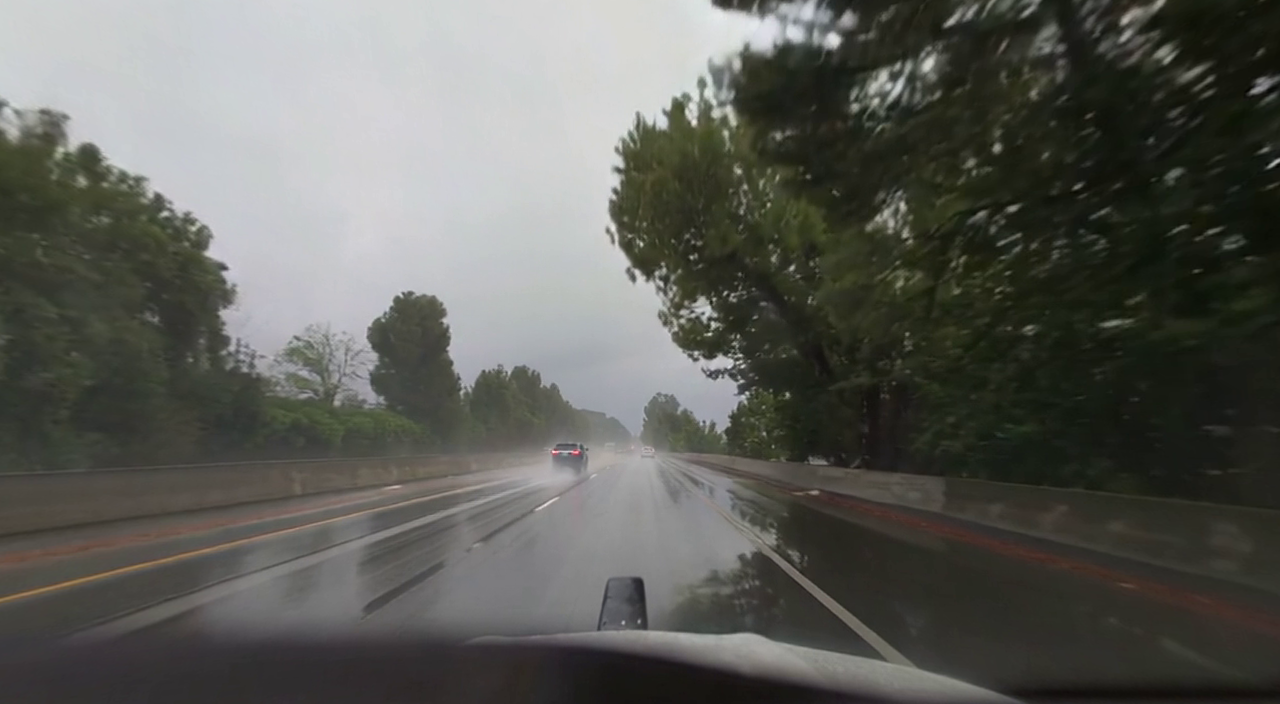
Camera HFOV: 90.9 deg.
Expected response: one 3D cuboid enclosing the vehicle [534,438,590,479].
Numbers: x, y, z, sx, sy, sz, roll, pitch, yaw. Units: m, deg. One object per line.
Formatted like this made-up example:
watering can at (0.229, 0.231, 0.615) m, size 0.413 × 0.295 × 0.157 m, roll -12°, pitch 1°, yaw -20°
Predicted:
vehicle at (-3.648, 5.072, 30.241) m, size 2.056 × 1.811 × 4.202 m, roll 0°, pitch -9°, yaw 1°
